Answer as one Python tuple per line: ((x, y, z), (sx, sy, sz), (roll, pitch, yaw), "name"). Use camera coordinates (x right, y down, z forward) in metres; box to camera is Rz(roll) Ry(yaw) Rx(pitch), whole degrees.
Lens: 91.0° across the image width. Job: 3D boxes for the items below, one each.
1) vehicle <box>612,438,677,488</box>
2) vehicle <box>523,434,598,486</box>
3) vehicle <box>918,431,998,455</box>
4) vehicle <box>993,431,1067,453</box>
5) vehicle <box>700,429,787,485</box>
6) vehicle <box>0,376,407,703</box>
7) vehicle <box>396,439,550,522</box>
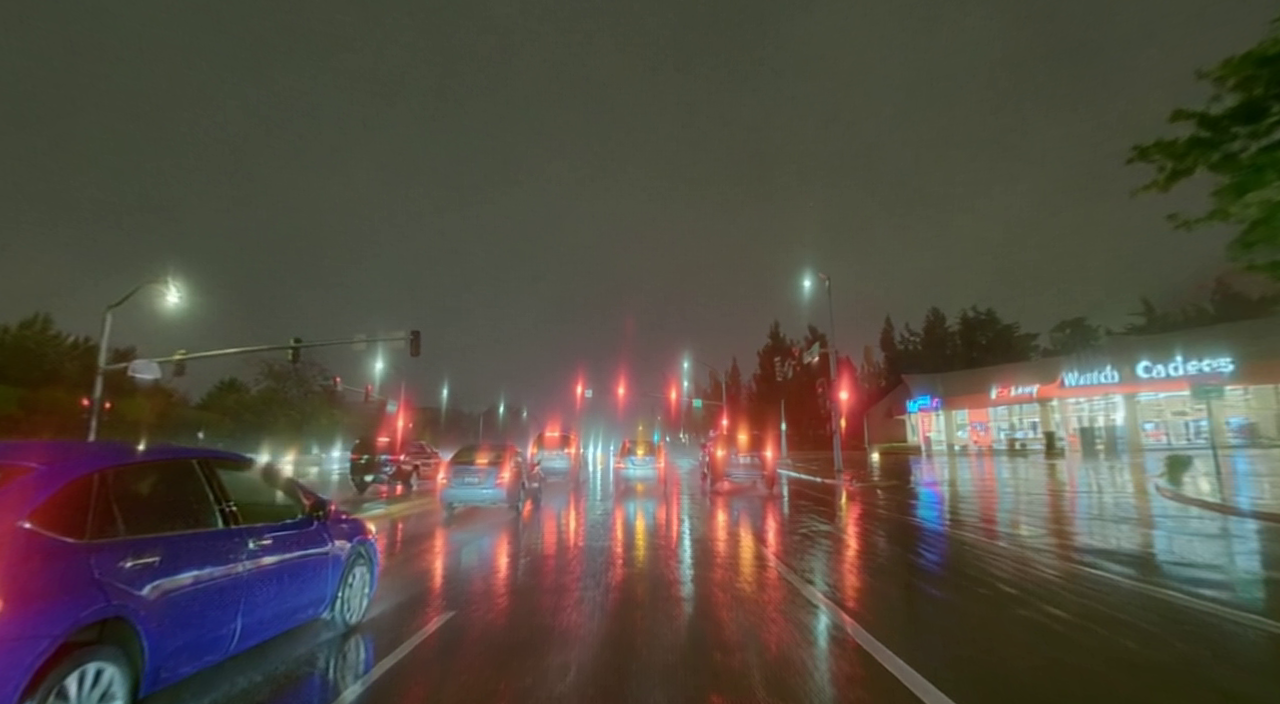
((0.164, 3.751, 21.540), (2.032, 1.499, 3.994), (0, -9, 1), "vehicle")
((-2.785, 3.915, 23.055), (2.072, 1.694, 4.070), (0, -9, 2), "vehicle")
((23.362, 6.732, 46.361), (4.781, 1.700, 1.986), (0, -9, 1), "vehicle")
((30.629, 7.073, 49.550), (4.432, 1.680, 1.932), (0, -9, 2), "vehicle")
((3.386, 3.571, 21.551), (2.076, 1.691, 4.402), (0, -9, -2), "vehicle")
((-3.102, 0.960, 2.697), (2.249, 1.517, 4.951), (0, -9, 1), "vehicle")
((-3.311, 2.653, 13.521), (2.014, 1.472, 4.357), (0, -9, 2), "vehicle")
